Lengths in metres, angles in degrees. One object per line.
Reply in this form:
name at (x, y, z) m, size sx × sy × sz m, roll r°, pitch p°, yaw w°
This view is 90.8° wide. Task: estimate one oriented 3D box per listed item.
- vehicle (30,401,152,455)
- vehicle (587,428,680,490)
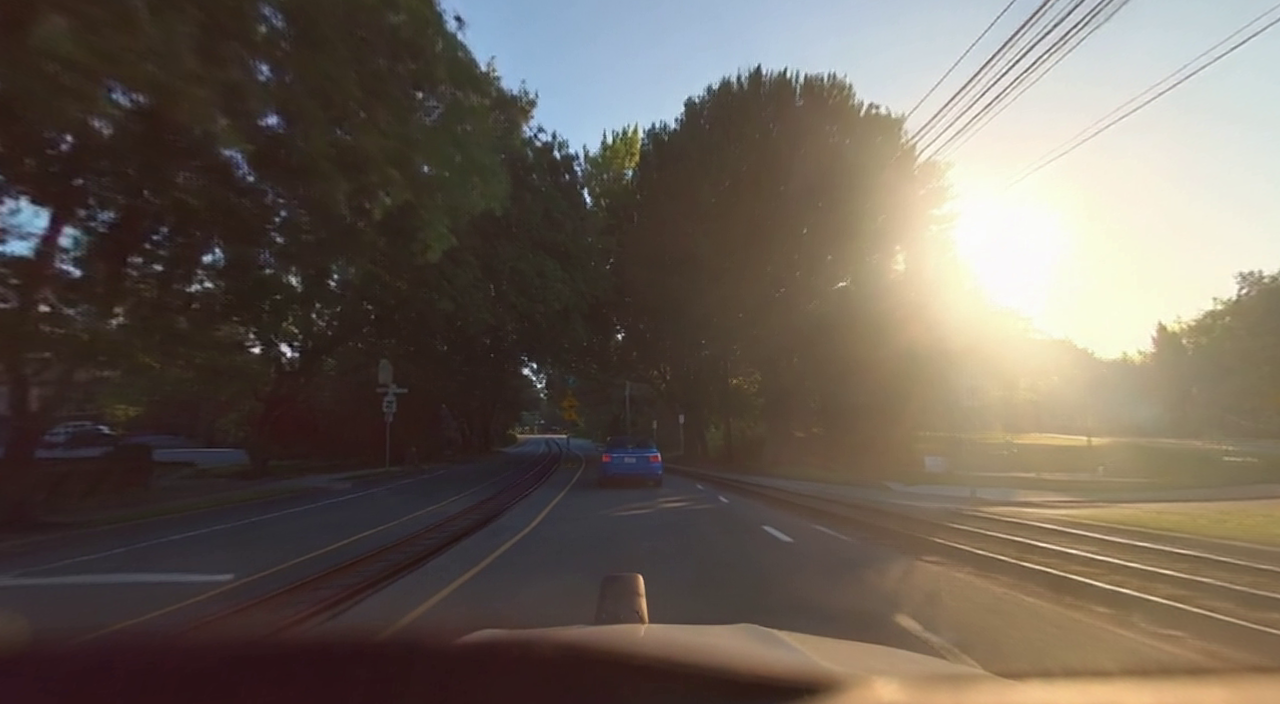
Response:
vehicle at (-31.816, 4.536, 37.044) m, size 2.983 × 2.816 × 7.042 m, roll 3°, pitch -9°, yaw -21°
vehicle at (-0.317, 2.956, 17.804) m, size 2.295 × 1.510 × 4.364 m, roll 0°, pitch -8°, yaw -4°
